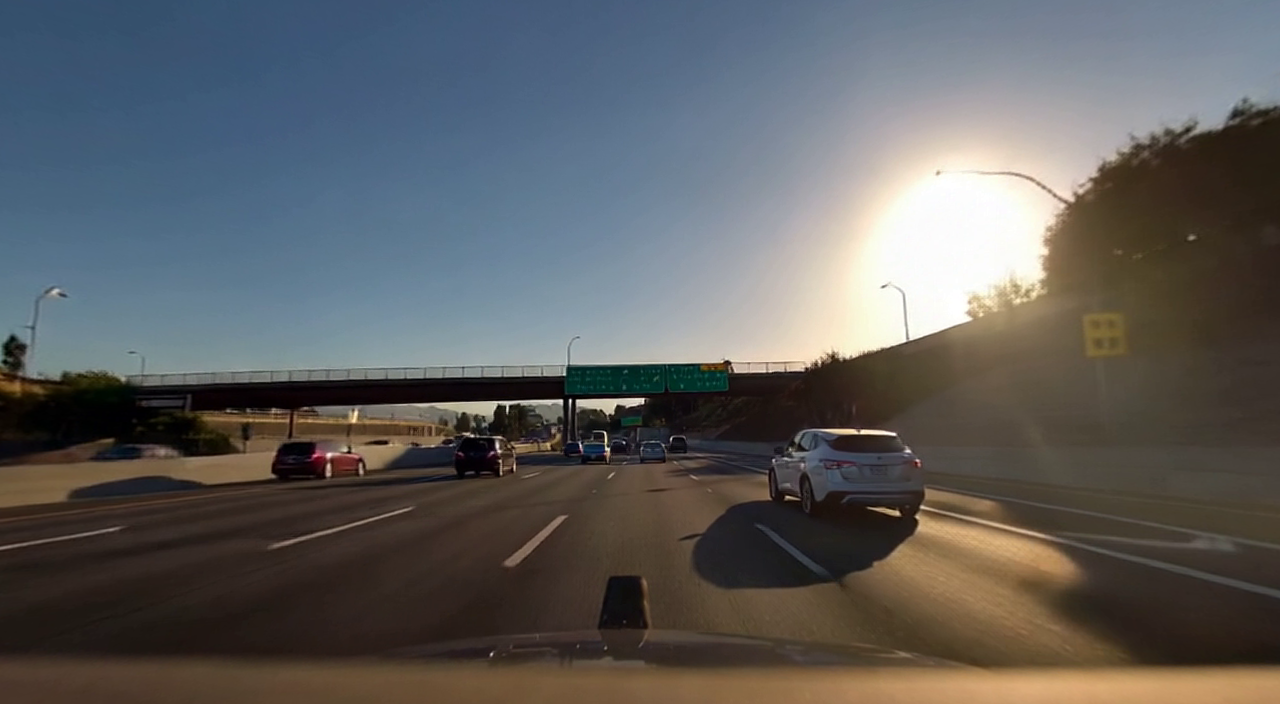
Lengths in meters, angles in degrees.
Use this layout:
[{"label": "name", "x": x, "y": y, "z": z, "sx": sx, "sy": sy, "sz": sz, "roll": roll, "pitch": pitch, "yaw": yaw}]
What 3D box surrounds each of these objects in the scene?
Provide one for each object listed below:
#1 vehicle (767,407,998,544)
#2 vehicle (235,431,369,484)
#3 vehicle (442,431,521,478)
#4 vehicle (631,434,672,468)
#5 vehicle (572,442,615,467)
[{"label": "vehicle", "x": 3.730, "y": 1.990, "z": 10.841, "sx": 2.083, "sy": 1.823, "sz": 4.627, "roll": 0, "pitch": -8, "yaw": 0}, {"label": "vehicle", "x": -12.110, "y": 3.821, "z": 23.087, "sx": 2.076, "sy": 1.701, "sz": 5.093, "roll": 0, "pitch": -8, "yaw": 0}, {"label": "vehicle", "x": -6.139, "y": 4.037, "z": 24.951, "sx": 1.946, "sy": 1.688, "sz": 4.019, "roll": 0, "pitch": -8, "yaw": 2}, {"label": "vehicle", "x": 0.645, "y": 5.462, "z": 34.927, "sx": 2.133, "sy": 1.739, "sz": 3.925, "roll": 0, "pitch": -8, "yaw": 1}, {"label": "vehicle", "x": -2.690, "y": 6.057, "z": 37.566, "sx": 2.205, "sy": 1.406, "sz": 4.286, "roll": 0, "pitch": -8, "yaw": 1}]
